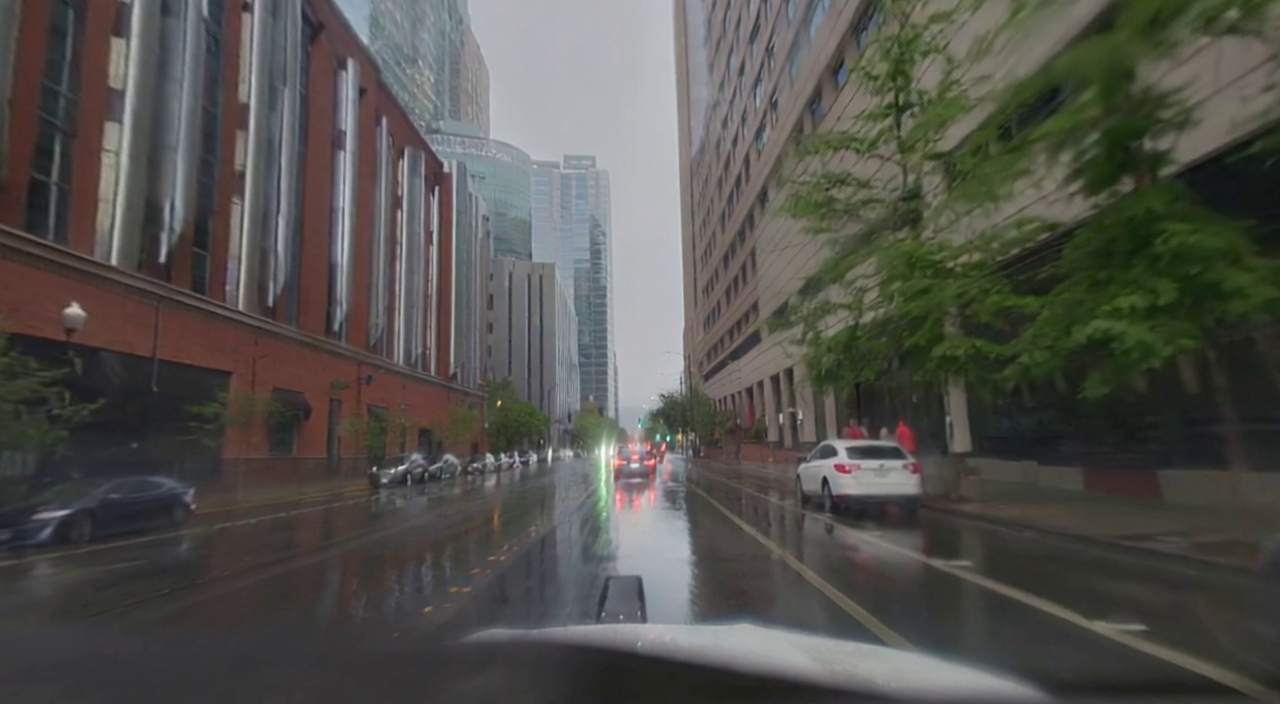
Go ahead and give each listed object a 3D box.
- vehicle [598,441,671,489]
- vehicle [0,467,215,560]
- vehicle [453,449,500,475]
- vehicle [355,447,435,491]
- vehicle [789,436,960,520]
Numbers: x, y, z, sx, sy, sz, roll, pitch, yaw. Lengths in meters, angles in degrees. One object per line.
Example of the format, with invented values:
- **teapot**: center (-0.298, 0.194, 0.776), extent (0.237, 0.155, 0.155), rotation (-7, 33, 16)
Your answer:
- **vehicle**: center (-0.150, 3.806, 21.598), extent (2.269, 1.479, 3.980), rotation (0, -8, 1)
- **vehicle**: center (-11.532, 3.337, 13.558), extent (1.917, 1.408, 4.454), rotation (-4, -8, -2)
- **vehicle**: center (-11.679, 7.902, 45.513), extent (2.077, 1.732, 4.704), rotation (0, -8, 1)
- **vehicle**: center (-11.822, 5.650, 30.904), extent (2.114, 1.938, 4.590), rotation (-1, -8, -1)
- **vehicle**: center (5.000, 2.724, 14.230), extent (2.075, 1.584, 4.201), rotation (0, -8, -2)
